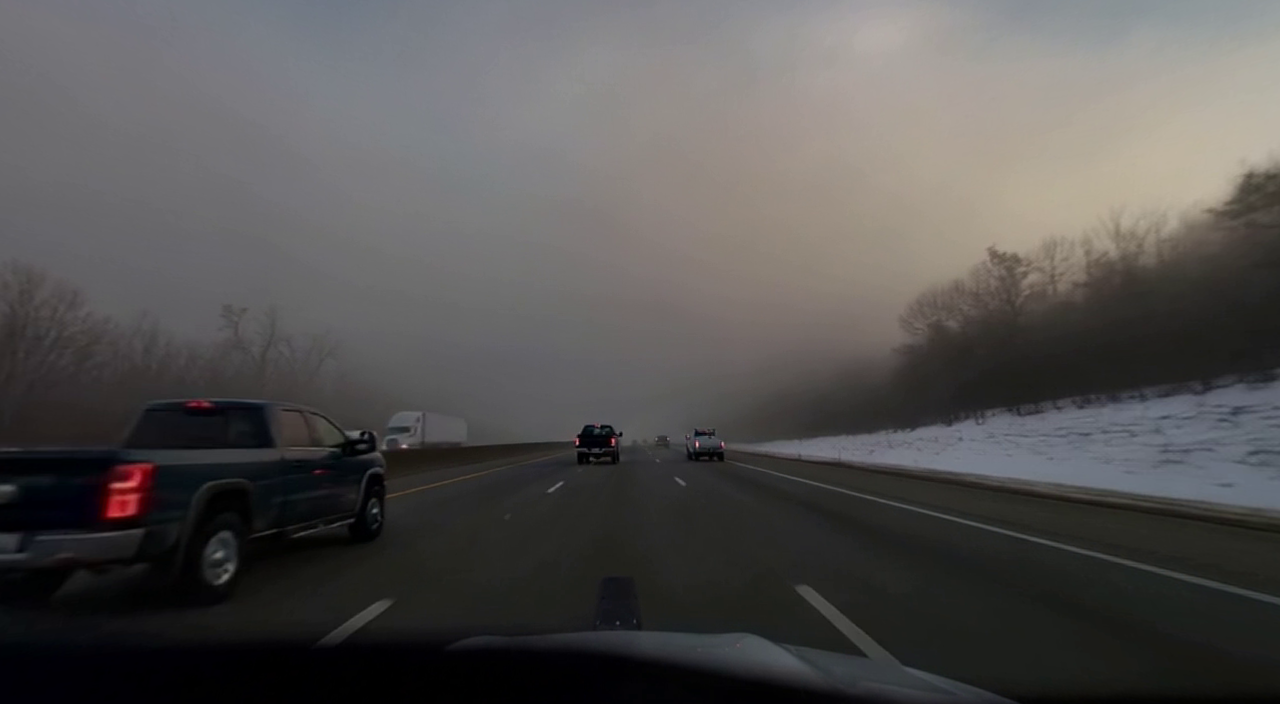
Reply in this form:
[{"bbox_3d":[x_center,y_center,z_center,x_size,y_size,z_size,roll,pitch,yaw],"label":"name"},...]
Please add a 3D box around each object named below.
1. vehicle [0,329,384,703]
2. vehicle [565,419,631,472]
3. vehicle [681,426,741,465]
[{"bbox_3d":[-3.870,1.007,4.790,1.997,1.663,4.451,0,-8,-1],"label":"vehicle"},{"bbox_3d":[-1.443,3.465,23.548,2.185,1.772,4.656,0,-8,0],"label":"vehicle"},{"bbox_3d":[3.220,4.341,29.400,2.124,1.696,4.173,0,-8,-2],"label":"vehicle"}]
